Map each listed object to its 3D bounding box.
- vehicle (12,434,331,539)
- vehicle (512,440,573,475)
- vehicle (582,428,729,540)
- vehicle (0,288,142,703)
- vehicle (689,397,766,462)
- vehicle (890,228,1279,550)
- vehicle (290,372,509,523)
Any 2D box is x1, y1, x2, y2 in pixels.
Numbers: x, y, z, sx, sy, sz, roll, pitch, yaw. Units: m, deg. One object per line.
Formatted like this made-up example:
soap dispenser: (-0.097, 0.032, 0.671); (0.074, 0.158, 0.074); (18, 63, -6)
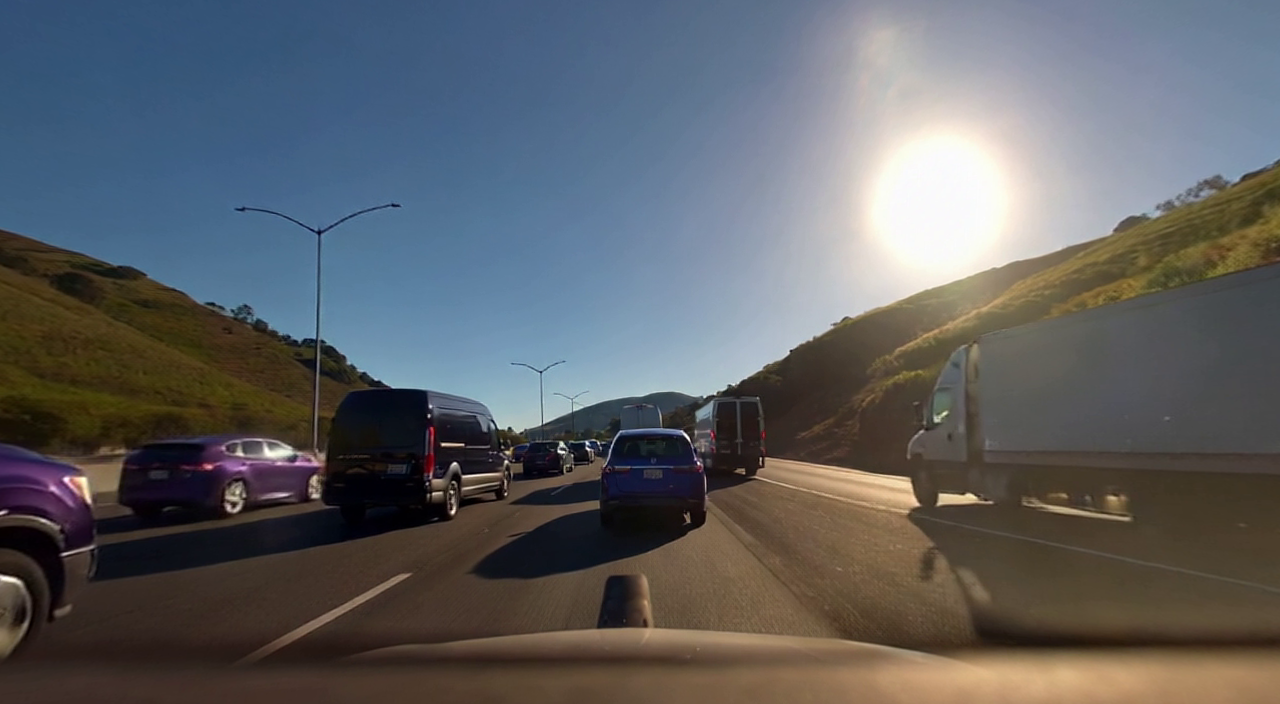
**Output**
vehicle: (-7.773, 2.224, 11.280); (1.968, 1.459, 4.737); (-1, -8, 2)
vehicle: (-4.370, 4.785, 28.874); (2.007, 1.457, 4.447); (0, -8, 1)
vehicle: (0.165, 2.087, 10.589); (2.003, 1.499, 3.930); (0, -8, -1)
vehicle: (-4.278, 0.452, 1.183); (2.195, 2.086, 5.445); (0, -8, 0)
vehicle: (6.354, 6.308, 49.718); (2.989, 4.277, 16.586); (0, -8, -3)
vehicle: (8.766, 0.786, 10.009); (2.977, 3.878, 11.111); (2, -9, -13)
vehicle: (-4.630, 2.019, 13.489); (2.300, 2.522, 5.701); (0, -8, 1)
